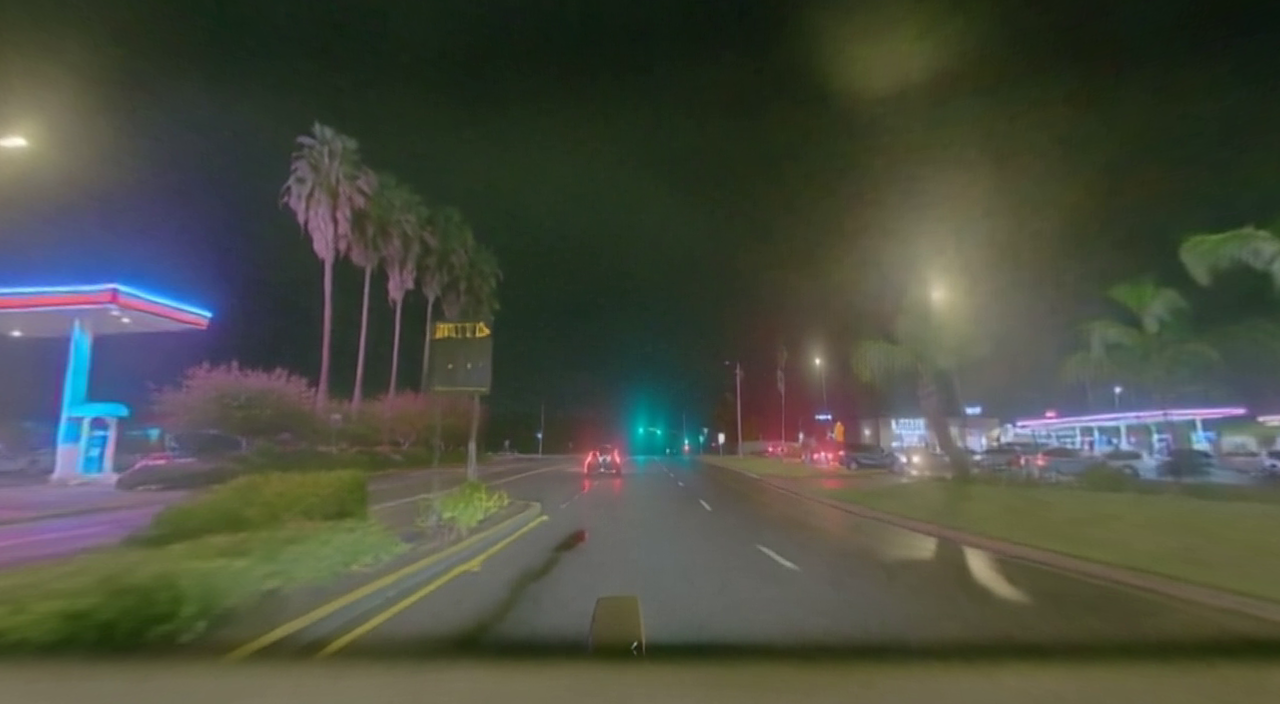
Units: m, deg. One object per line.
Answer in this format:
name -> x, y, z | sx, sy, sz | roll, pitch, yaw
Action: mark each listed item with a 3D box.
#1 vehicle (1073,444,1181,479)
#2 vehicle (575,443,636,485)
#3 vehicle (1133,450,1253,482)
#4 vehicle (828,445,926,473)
vehicle -> 27.261, 6.126, 35.446 | 4.381, 1.892, 1.942 | 1, -9, -2
vehicle -> -1.513, 4.560, 25.800 | 2.073, 1.525, 4.809 | 2, -10, -8
vehicle -> 28.803, 5.940, 33.016 | 4.377, 1.633, 1.834 | 0, -9, 2
vehicle -> 14.805, 6.708, 39.662 | 5.317, 1.700, 1.901 | 0, -9, 0
